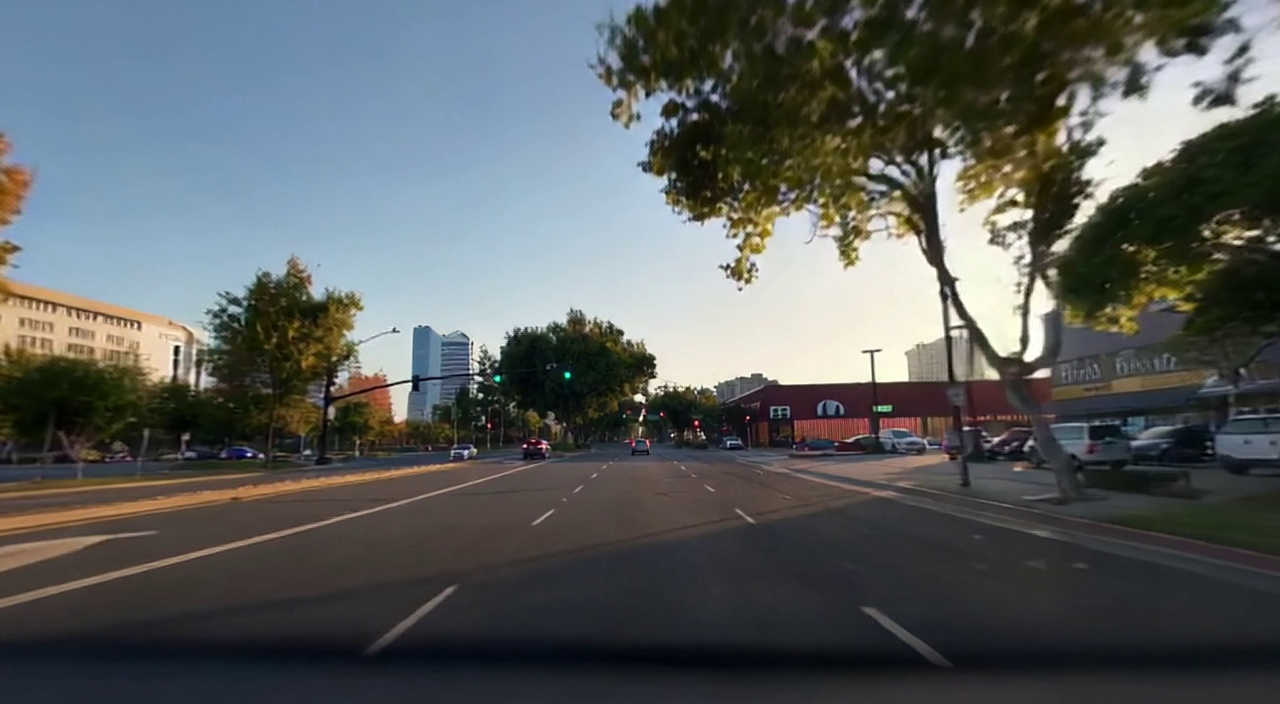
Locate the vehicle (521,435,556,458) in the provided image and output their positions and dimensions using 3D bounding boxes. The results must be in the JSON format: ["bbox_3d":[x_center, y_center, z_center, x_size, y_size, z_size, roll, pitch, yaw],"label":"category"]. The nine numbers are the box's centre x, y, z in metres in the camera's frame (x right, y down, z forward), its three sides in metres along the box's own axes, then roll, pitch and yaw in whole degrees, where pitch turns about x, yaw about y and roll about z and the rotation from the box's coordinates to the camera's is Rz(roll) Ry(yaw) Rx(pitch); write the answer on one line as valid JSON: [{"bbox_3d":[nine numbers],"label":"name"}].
[{"bbox_3d":[-7.790,7.305,48.870,2.231,1.650,5.052,0,-8,-4],"label":"vehicle"}]

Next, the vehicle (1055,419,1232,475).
[{"bbox_3d":[17.085,3.231,21.553,4.362,1.455,1.816,-5,-7,1],"label":"vehicle"}]

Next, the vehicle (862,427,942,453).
[{"bbox_3d":[17.526,5.898,42.332,4.498,1.671,1.887,-1,-8,3],"label":"vehicle"}]
